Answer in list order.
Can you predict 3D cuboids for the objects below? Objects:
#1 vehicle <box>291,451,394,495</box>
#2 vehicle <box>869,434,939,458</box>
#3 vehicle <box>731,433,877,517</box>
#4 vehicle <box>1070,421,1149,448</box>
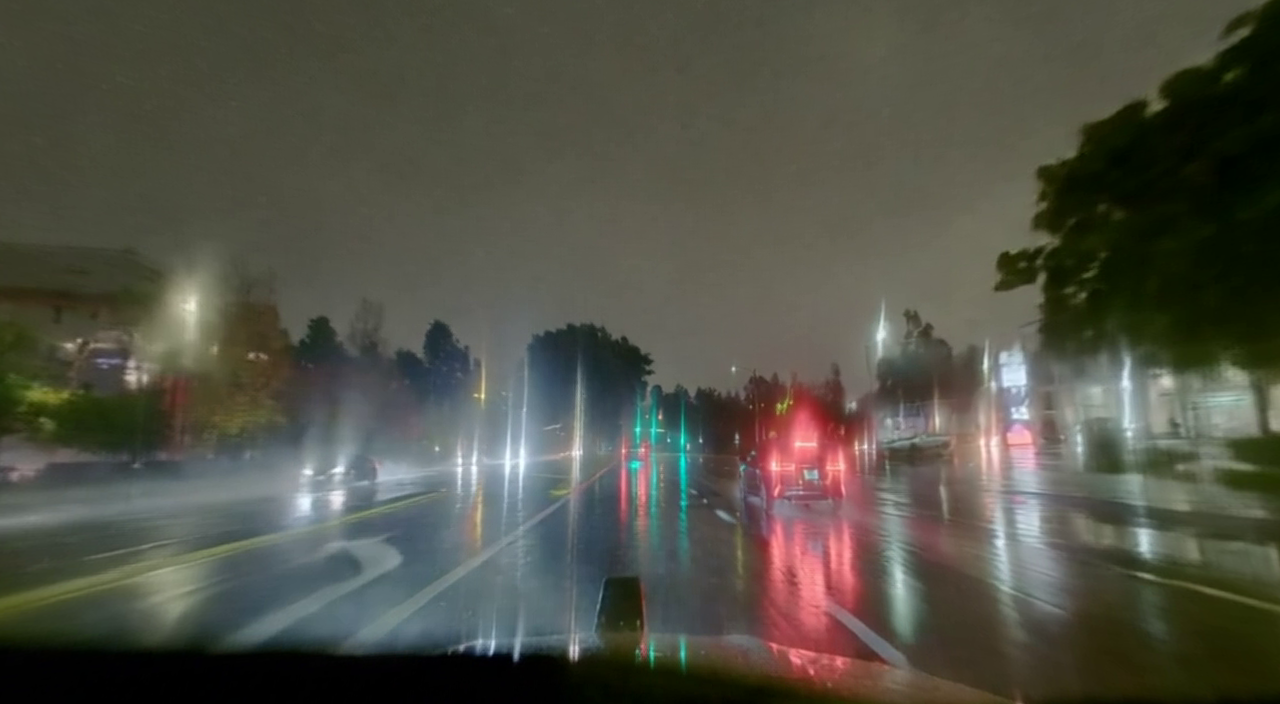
[{"bbox_3d":[-12.470,5.066,26.883,2.044,1.631,4.777,0,-9,0],"label":"vehicle"},{"bbox_3d":[19.969,7.142,47.881,4.376,1.735,1.854,0,-9,-2],"label":"vehicle"},{"bbox_3d":[3.520,2.737,14.631,1.995,1.616,4.729,0,-9,-1],"label":"vehicle"},{"bbox_3d":[35.612,6.313,48.017,4.356,1.913,2.003,-1,-8,-2],"label":"vehicle"}]
